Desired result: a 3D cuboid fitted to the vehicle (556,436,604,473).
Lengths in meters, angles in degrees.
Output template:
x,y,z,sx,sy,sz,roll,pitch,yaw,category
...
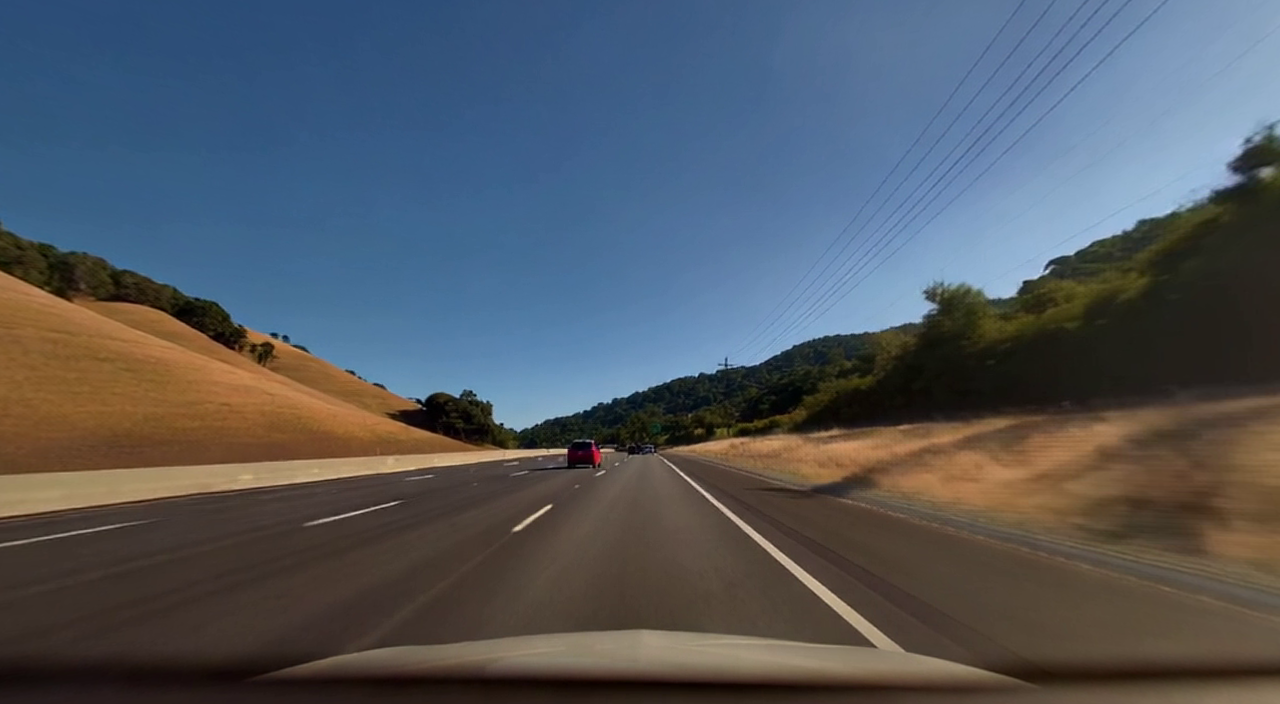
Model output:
x,y,z,sx,sy,sz,roll,pitch,yaw,category
-3.220,5.595,34.675,2.136,1.845,4.515,0,-8,1,vehicle
